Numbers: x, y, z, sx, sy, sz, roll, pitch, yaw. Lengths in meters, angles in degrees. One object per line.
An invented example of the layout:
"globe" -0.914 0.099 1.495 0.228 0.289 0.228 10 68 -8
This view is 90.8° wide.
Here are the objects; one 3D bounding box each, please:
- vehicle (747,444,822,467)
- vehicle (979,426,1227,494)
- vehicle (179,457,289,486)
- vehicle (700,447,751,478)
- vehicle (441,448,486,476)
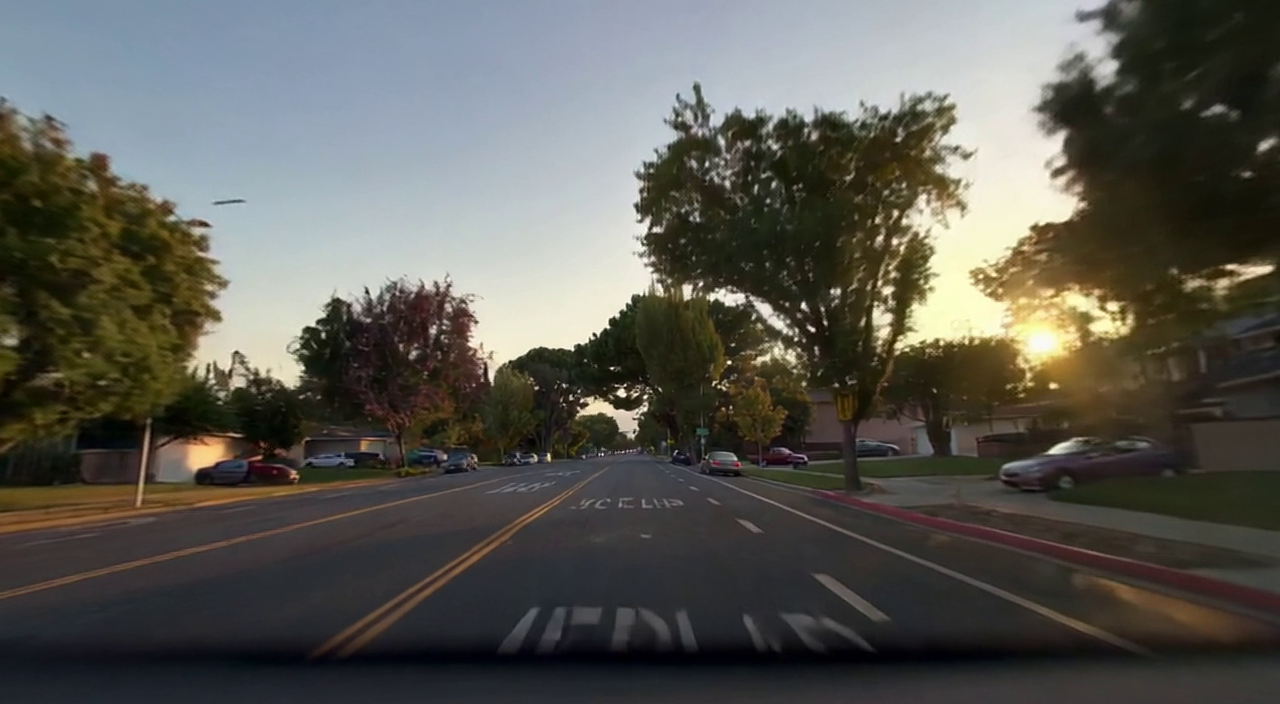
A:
"vehicle" 9.675 6.976 42.527 4.501 1.502 1.975 0 -9 -1
"vehicle" 11.176 2.636 15.521 4.596 1.527 1.858 0 -9 0
"vehicle" -21.652 6.375 33.811 4.413 1.477 2.100 0 -9 1
"vehicle" 4.324 5.670 32.671 1.970 1.455 4.233 0 -9 -1
"vehicle" -13.133 8.142 47.132 2.049 1.782 4.460 -4 -8 0
